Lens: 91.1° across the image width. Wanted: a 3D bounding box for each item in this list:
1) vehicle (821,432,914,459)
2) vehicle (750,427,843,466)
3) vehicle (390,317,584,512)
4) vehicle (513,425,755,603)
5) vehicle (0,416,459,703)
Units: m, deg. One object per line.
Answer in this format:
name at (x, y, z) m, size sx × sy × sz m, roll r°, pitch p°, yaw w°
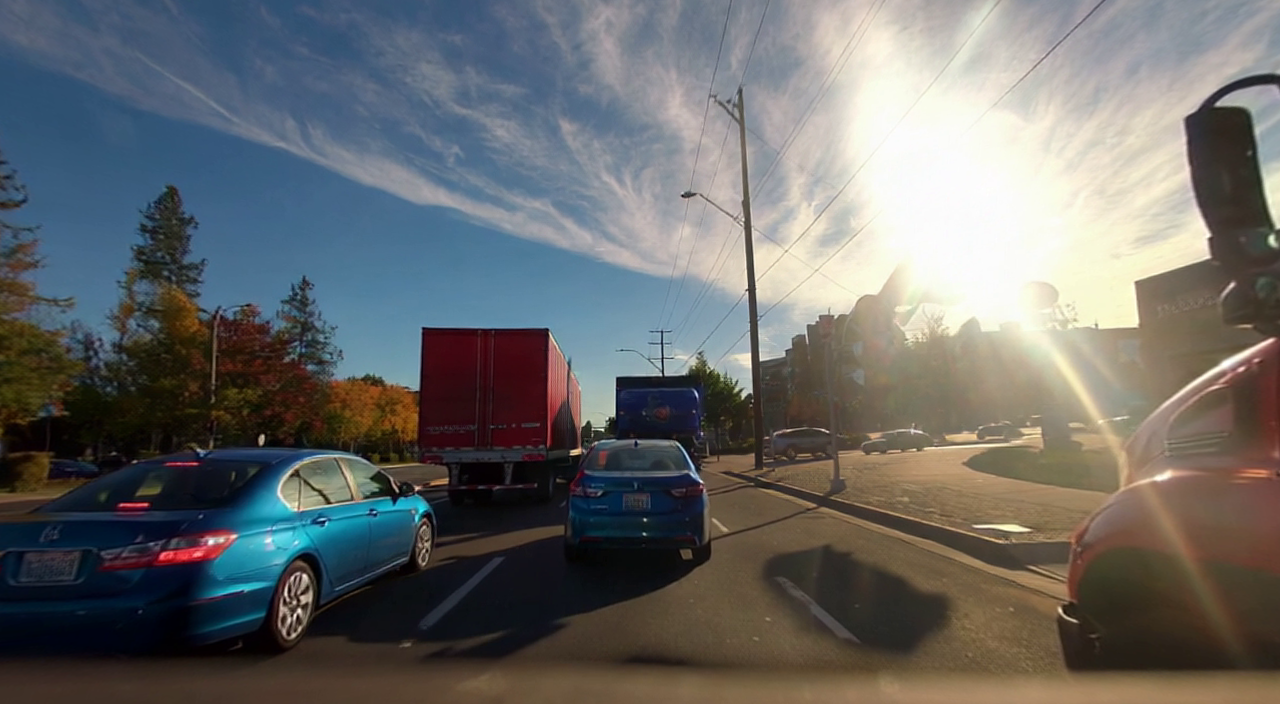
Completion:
vehicle at (12.843, 5.327, 35.671) m, size 4.574 × 1.478 × 1.880 m, roll 0°, pitch -8°, yaw 3°
vehicle at (8.020, 4.915, 32.690) m, size 2.061 × 1.845 × 4.829 m, roll 4°, pitch -9°, yaw -25°
vehicle at (-3.261, 1.698, 15.752) m, size 3.020 × 3.800 × 7.105 m, roll 0°, pitch -8°, yaw 0°
vehicle at (-0.096, 1.691, 7.493) m, size 2.067 × 1.506 × 4.118 m, roll 0°, pitch -8°, yaw -1°
vehicle at (-3.097, 1.359, 5.070) m, size 1.969 × 1.471 × 4.378 m, roll 0°, pitch -8°, yaw 0°
